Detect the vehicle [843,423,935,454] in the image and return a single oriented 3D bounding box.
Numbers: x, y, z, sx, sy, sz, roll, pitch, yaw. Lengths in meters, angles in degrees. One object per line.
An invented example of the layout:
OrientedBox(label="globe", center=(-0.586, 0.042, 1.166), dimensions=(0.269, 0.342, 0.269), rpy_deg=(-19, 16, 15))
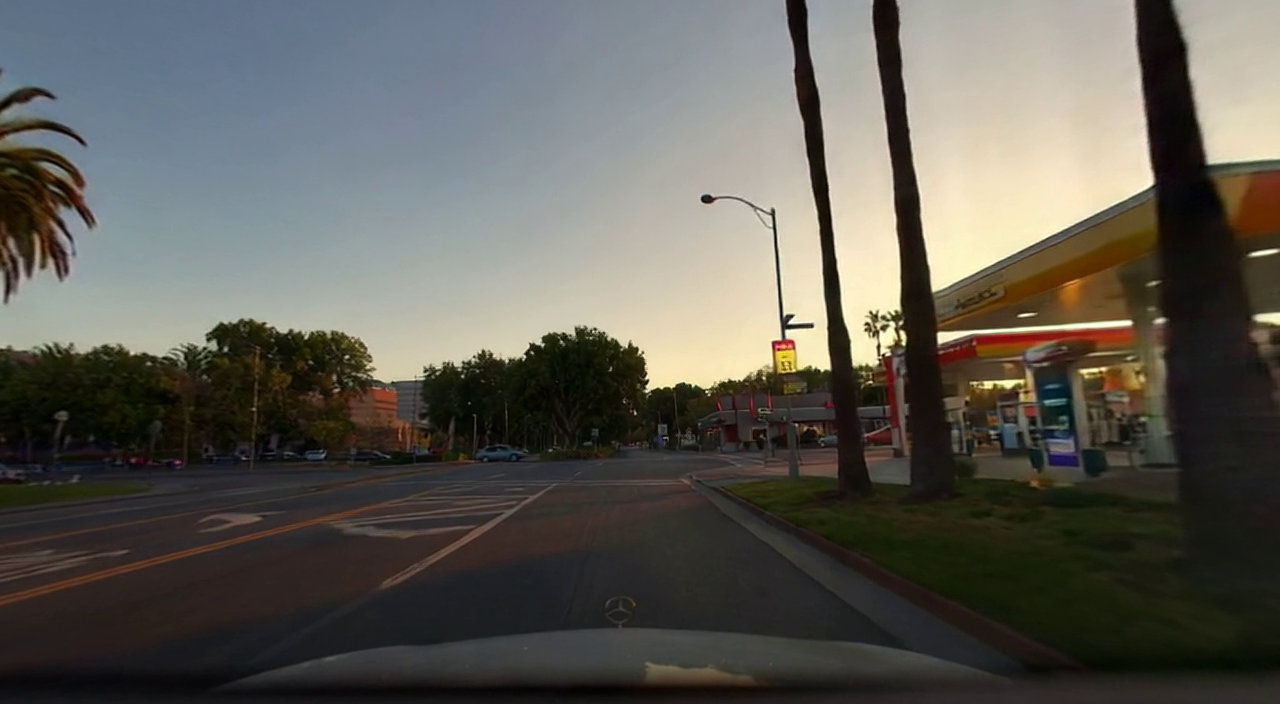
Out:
OrientedBox(label="vehicle", center=(14.928, 5.229, 37.859), dimensions=(4.640, 1.800, 2.026), rpy_deg=(0, -9, -2))
